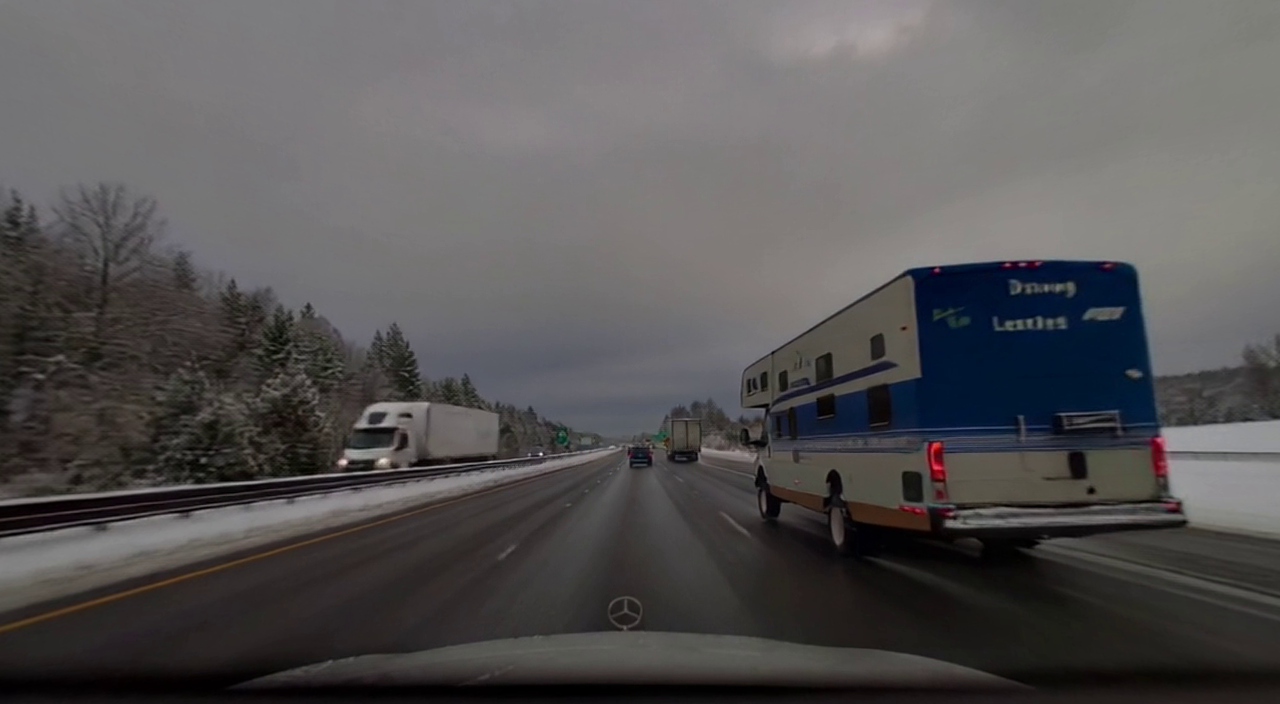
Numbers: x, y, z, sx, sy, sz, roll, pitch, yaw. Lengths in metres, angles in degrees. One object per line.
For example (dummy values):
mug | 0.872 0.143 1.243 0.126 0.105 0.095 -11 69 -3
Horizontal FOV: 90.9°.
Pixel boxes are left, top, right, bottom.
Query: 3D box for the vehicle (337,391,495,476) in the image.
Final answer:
vehicle | -12.426 5.154 38.077 3.039 3.901 17.384 0 -9 1

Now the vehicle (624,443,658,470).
vehicle | 0.054 7.104 42.881 2.151 1.678 3.923 0 -9 0

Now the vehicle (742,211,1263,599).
vehicle | 3.913 1.077 10.090 2.931 3.530 8.760 0 -9 -1
